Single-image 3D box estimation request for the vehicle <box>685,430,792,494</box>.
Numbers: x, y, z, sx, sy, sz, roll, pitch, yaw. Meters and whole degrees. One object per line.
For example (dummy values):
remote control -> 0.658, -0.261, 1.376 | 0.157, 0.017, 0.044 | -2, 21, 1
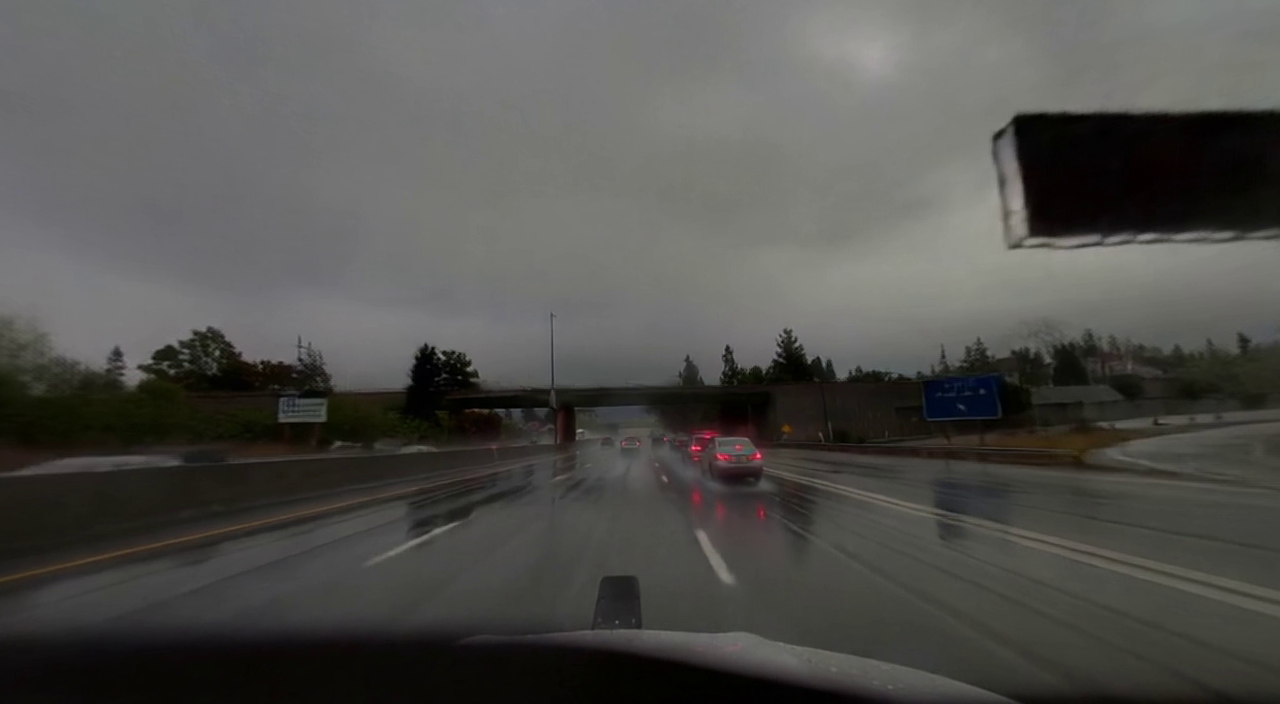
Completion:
vehicle -> 2.730, 3.205, 18.863 | 2.240, 1.646, 4.949 | 0, -8, -2
